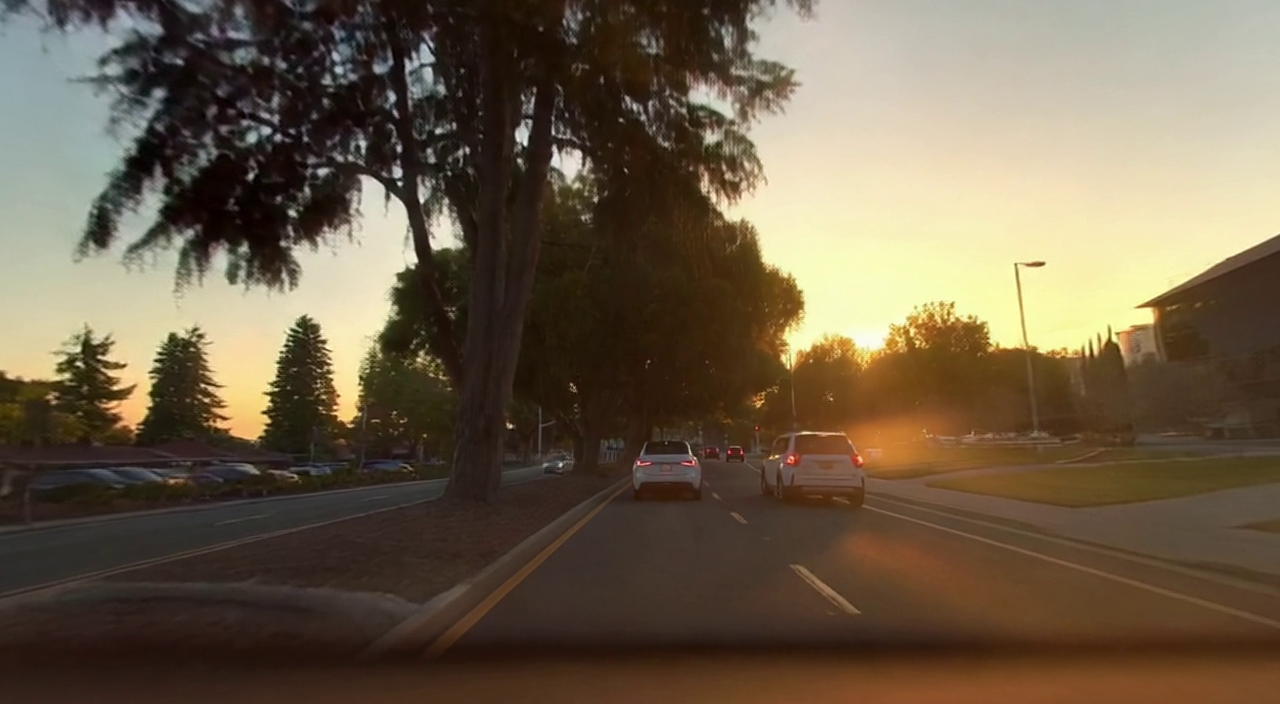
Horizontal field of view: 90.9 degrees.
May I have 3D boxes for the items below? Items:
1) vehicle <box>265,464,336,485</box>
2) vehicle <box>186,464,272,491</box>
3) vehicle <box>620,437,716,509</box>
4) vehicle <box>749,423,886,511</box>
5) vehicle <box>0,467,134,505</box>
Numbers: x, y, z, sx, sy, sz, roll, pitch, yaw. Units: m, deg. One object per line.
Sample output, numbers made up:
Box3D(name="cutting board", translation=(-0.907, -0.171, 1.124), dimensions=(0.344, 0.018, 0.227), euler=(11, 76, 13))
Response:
Box3D(name="vehicle", translation=(-26.018, 9.410, 48.398), dimensions=(4.366, 1.486, 2.072), euler=(-1, -8, 6))
Box3D(name="vehicle", translation=(-26.693, 8.153, 40.980), dimensions=(4.434, 1.582, 1.946), euler=(-2, -8, 9))
Box3D(name="vehicle", translation=(0.701, 3.033, 16.332), dimensions=(2.154, 1.585, 3.997), euler=(-1, -8, 2))
Box3D(name="vehicle", translation=(4.193, 2.811, 15.980), dimensions=(1.953, 1.818, 5.299), euler=(0, -8, 0))
Box3D(name="vehicle", translation=(-27.604, 6.424, 30.307), dimensions=(4.951, 1.618, 1.952), euler=(-1, -8, 2))
